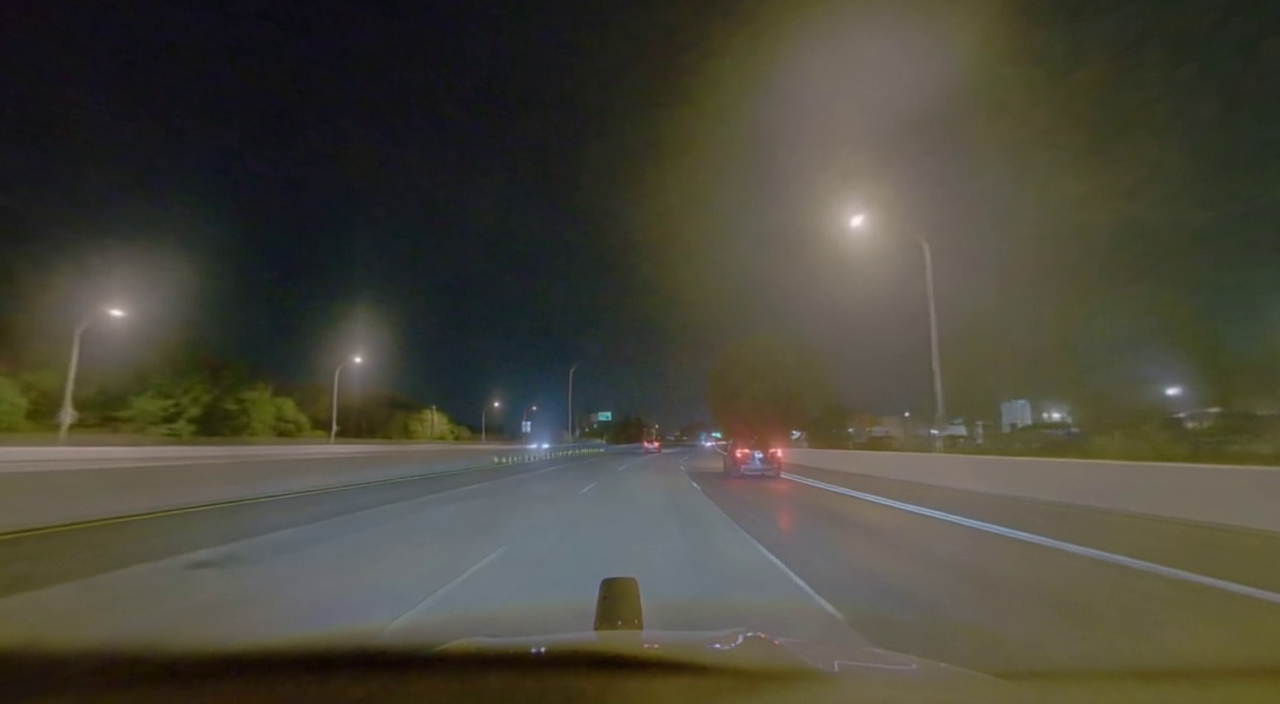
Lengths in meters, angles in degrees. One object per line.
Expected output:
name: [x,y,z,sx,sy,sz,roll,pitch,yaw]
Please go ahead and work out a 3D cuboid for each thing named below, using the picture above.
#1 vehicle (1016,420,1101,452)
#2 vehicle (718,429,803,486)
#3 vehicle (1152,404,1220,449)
vehicle: [30.091,6.060,45.442,4.491,1.767,2.057,-9,-10,17]
vehicle: [3.965,3.550,21.460,2.090,1.715,4.228,0,-8,1]
vehicle: [33.920,4.761,39.290,2.258,2.496,6.200,-7,-11,34]
